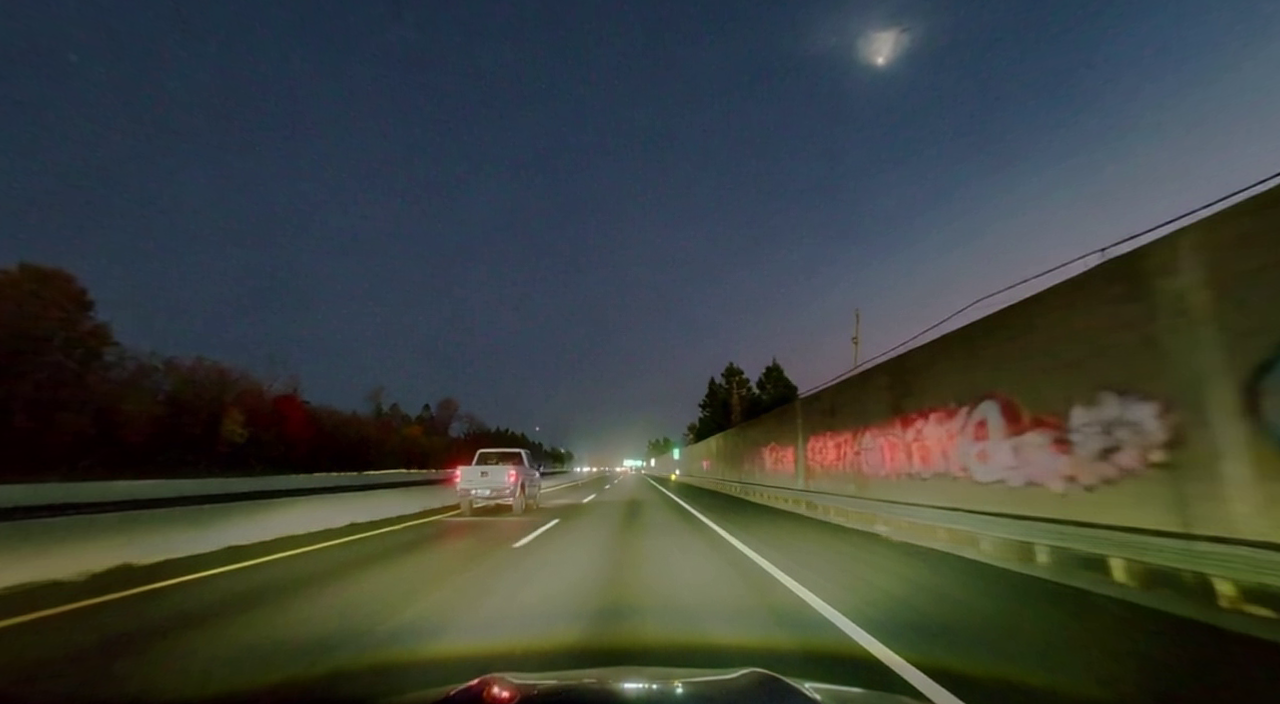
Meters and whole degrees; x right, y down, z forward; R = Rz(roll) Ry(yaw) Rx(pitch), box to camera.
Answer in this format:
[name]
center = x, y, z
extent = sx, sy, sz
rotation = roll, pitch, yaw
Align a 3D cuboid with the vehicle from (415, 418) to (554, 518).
[vehicle]
center = -4.304, 3.467, 18.861
extent = 2.597, 2.434, 6.020
rotation = 1, -11, 0
